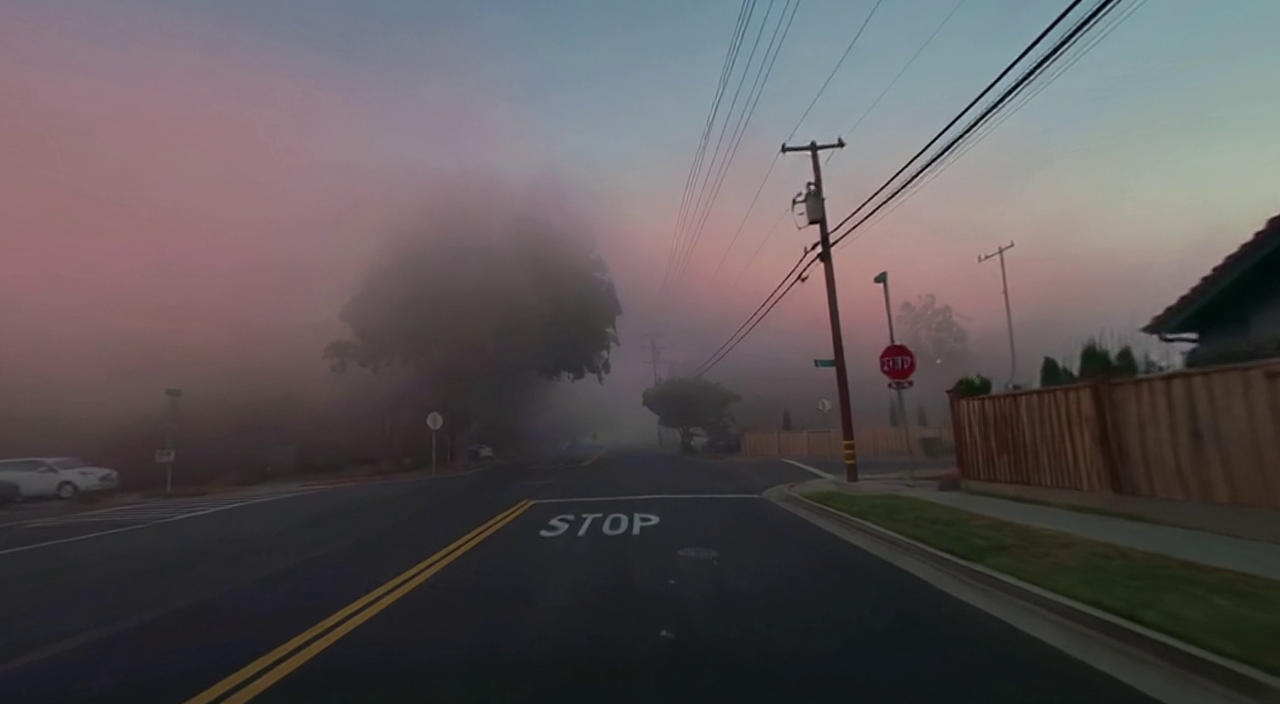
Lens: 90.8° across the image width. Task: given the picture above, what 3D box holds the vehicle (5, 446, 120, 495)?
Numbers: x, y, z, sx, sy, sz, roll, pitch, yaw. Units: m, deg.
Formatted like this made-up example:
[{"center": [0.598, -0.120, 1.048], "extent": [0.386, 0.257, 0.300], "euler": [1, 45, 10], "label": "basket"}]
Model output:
[{"center": [-23.667, 4.821, 26.119], "extent": [2.083, 1.802, 4.455], "euler": [4, -9, -24], "label": "vehicle"}]

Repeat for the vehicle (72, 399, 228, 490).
[{"center": [-20.187, 4.113, 26.787], "extent": [2.842, 3.181, 8.576], "euler": [5, -12, -22], "label": "vehicle"}]
